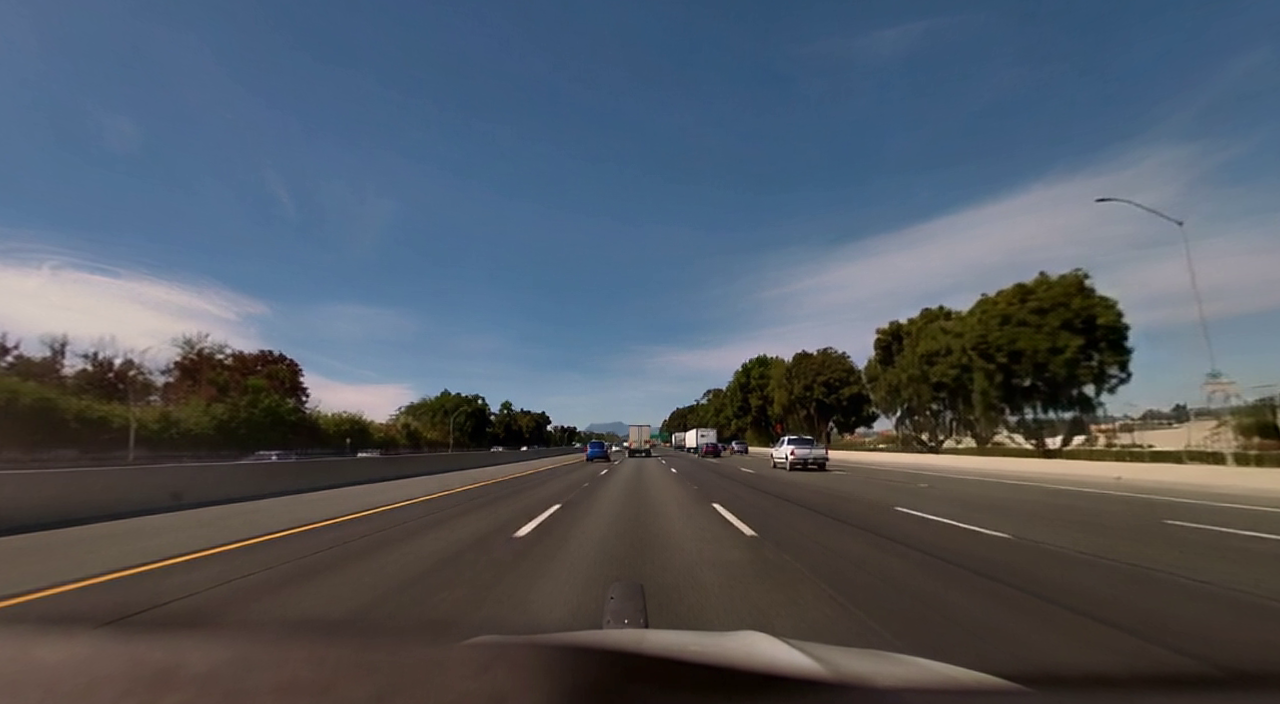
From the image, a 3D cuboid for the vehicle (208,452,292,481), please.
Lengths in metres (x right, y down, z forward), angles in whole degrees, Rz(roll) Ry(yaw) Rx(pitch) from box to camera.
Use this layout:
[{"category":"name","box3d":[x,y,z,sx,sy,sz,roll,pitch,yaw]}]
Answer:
[{"category":"vehicle","box3d":[-22.085,6.491,35.946,1.878,1.486,4.512,0,-8,0]}]

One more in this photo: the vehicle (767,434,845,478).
[{"category":"vehicle","box3d":[6.898,4.358,26.678,2.063,1.706,4.259,0,-8,-1]}]

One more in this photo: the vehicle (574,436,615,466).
[{"category":"vehicle","box3d":[-3.138,6.947,44.428,2.453,1.952,5.320,0,-8,1]}]
